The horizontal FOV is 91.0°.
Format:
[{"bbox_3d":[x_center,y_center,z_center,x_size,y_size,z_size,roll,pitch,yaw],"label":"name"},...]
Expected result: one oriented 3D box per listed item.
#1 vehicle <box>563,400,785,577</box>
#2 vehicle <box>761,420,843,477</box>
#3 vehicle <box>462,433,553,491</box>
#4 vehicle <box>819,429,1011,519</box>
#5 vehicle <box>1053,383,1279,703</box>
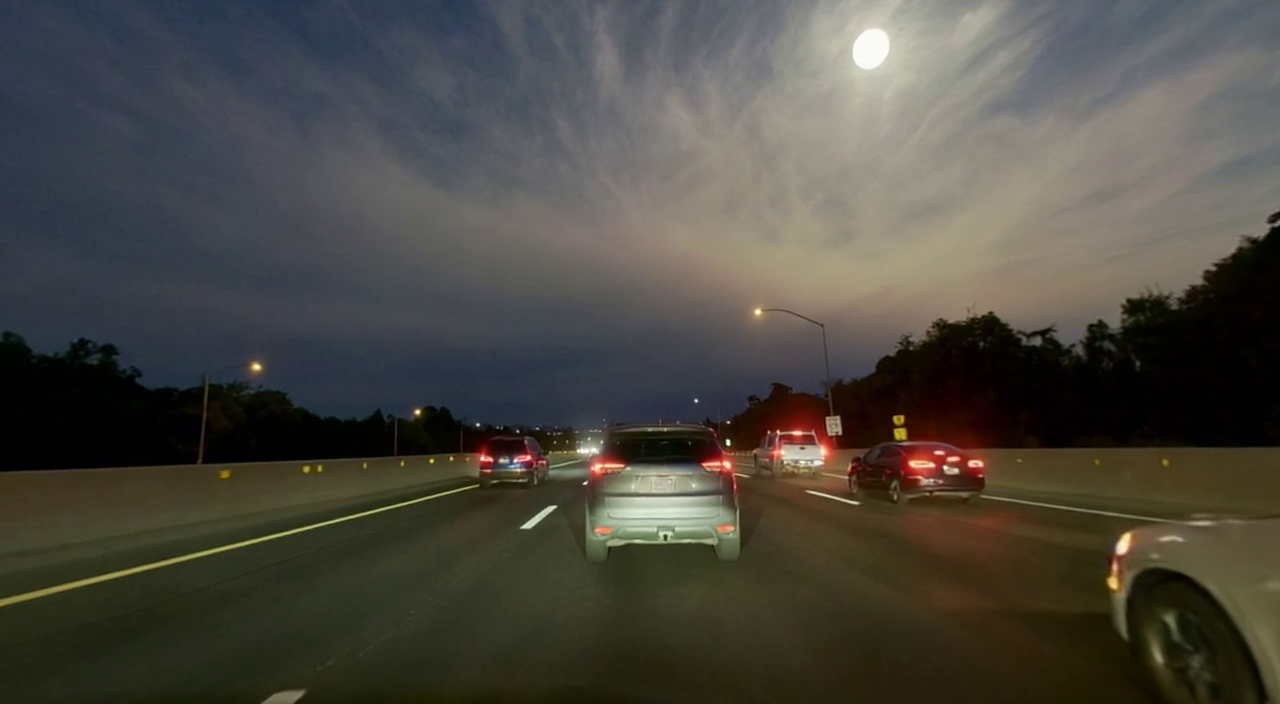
[{"bbox_3d":[0.213,1.677,8.374,2.230,1.740,3.976,1,-9,-4],"label":"vehicle"},{"bbox_3d":[7.697,4.710,30.709,2.390,2.503,5.788,0,-9,0],"label":"vehicle"},{"bbox_3d":[-4.394,3.756,21.727,2.047,1.755,4.638,0,-9,1],"label":"vehicle"},{"bbox_3d":[5.765,2.620,13.989,1.972,1.647,4.429,1,-9,-5],"label":"vehicle"},{"bbox_3d":[3.278,0.705,1.064,2.028,1.534,4.691,0,-9,1],"label":"vehicle"}]
